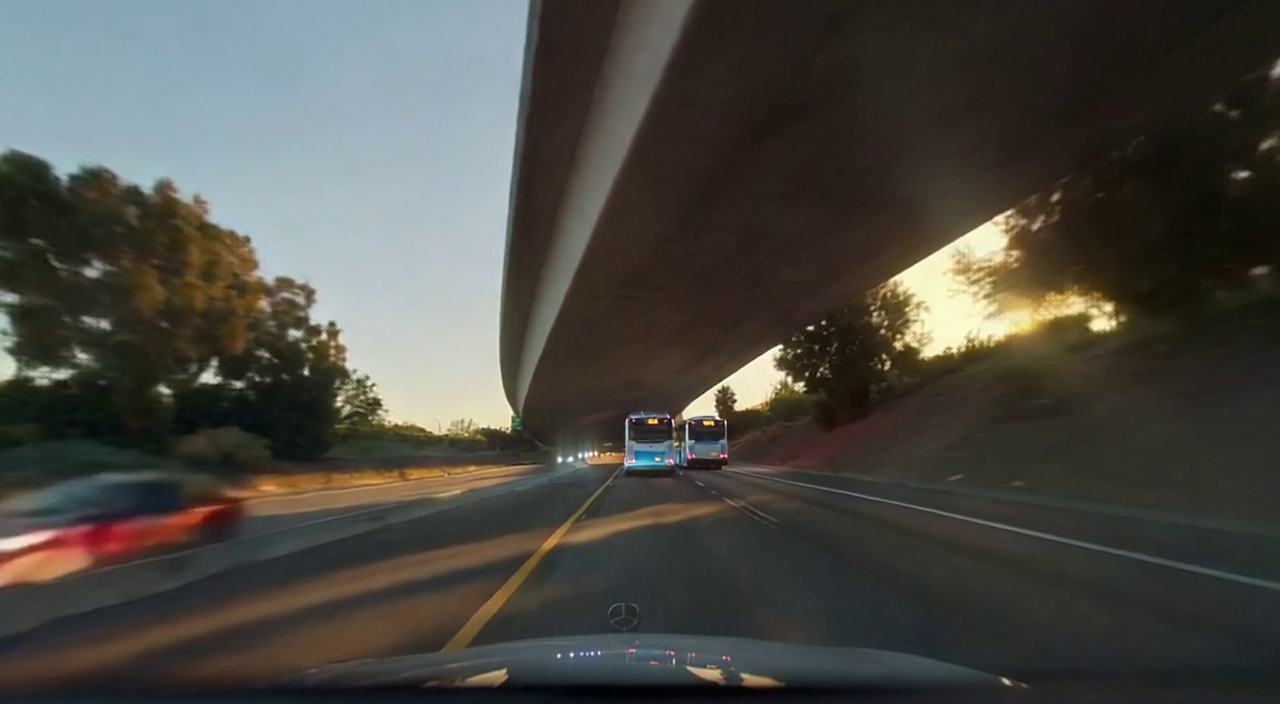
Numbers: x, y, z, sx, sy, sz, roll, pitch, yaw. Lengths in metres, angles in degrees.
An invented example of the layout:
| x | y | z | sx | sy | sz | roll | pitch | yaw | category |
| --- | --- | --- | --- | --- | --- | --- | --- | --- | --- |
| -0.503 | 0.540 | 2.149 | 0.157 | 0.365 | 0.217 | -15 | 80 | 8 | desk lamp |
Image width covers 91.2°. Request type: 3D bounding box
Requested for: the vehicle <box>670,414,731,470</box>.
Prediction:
| x | y | z | sx | sy | sz | roll | pitch | yaw | category |
| --- | --- | --- | --- | --- | --- | --- | --- | --- | --- |
| 4.307 | 6.956 | 47.851 | 3.074 | 3.668 | 12.805 | 0 | -9 | -1 | vehicle |

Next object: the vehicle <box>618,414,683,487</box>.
| x | y | z | sx | sy | sz | roll | pitch | yaw | category |
| --- | --- | --- | --- | --- | --- | --- | --- | --- | --- |
| 0.299 | 4.091 | 26.170 | 2.414 | 2.675 | 5.574 | 0 | -9 | -2 | vehicle |

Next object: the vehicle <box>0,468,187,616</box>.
| x | y | z | sx | sy | sz | roll | pitch | yaw | category |
| --- | --- | --- | --- | --- | --- | --- | --- | --- | --- |
| -7.855 | 2.176 | 7.238 | 1.870 | 1.500 | 4.516 | -1 | -9 | 0 | vehicle |
